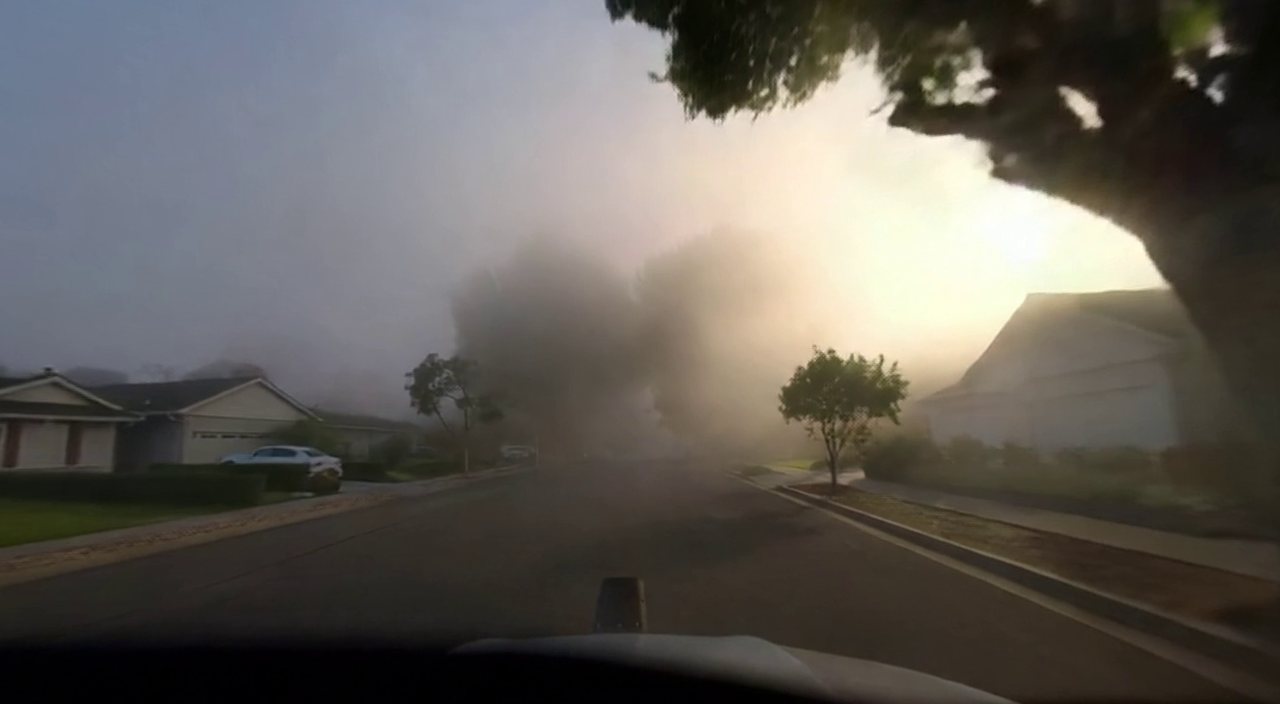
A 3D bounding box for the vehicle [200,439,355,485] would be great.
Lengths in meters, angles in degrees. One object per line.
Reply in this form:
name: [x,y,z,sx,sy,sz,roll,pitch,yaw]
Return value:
vehicle: [-13.983,4.273,24.476,4.850,1.676,1.920,-1,-9,3]
